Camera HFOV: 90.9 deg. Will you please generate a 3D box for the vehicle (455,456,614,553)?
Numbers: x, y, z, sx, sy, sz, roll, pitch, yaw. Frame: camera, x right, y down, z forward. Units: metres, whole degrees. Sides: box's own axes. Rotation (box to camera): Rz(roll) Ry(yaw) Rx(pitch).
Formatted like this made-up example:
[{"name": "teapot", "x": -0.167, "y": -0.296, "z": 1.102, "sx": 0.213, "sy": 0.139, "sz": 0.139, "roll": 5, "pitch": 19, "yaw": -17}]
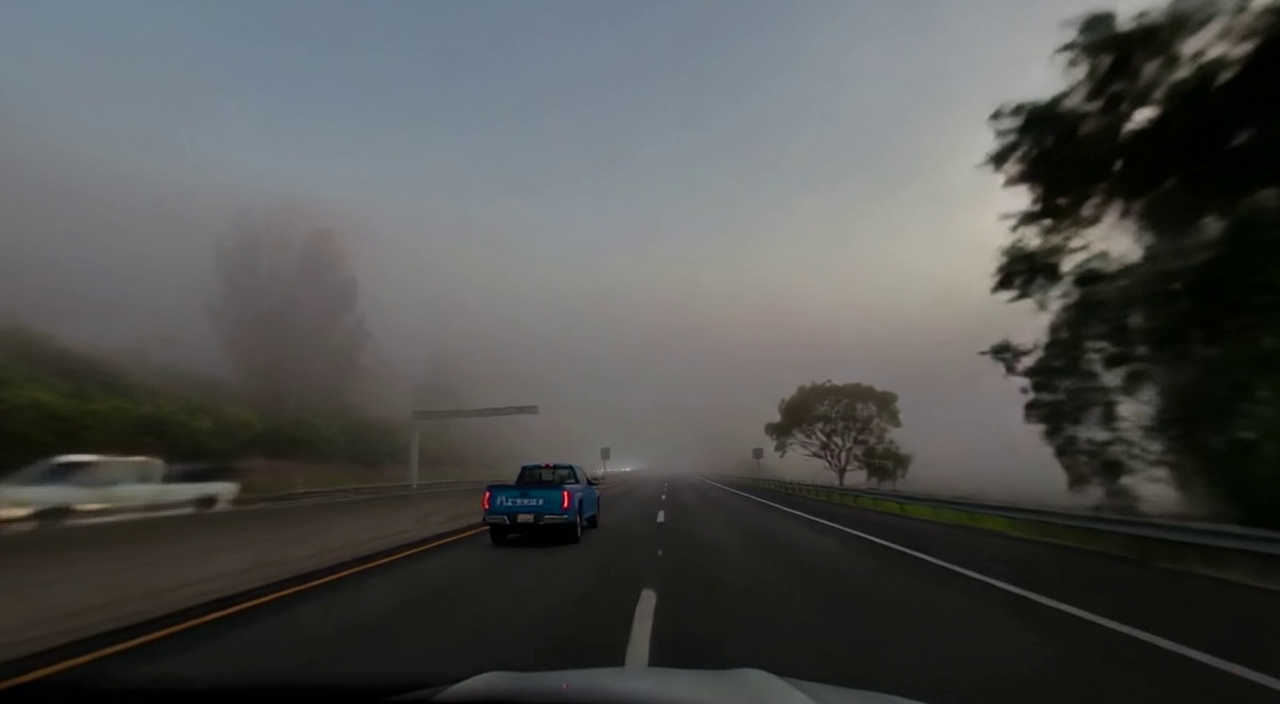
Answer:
[{"name": "vehicle", "x": -1.805, "y": 2.933, "z": 12.746, "sx": 2.135, "sy": 1.506, "sz": 5.041, "roll": 0, "pitch": -11, "yaw": 3}]
